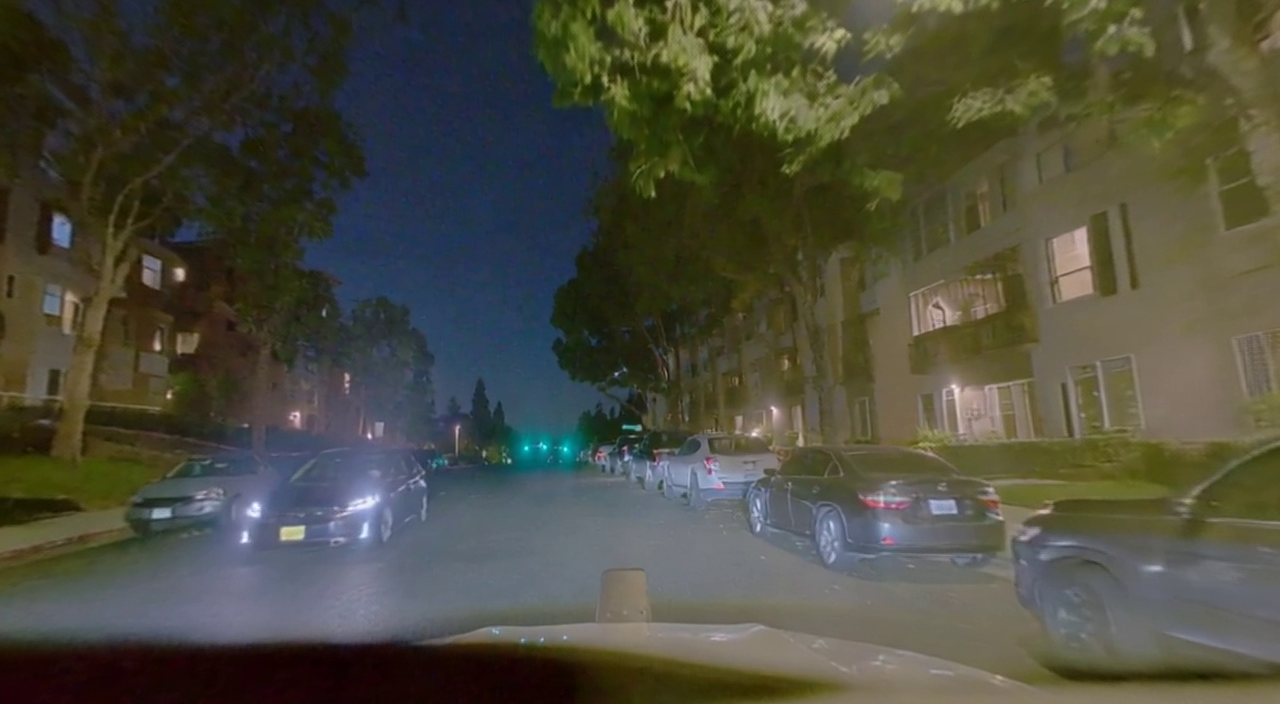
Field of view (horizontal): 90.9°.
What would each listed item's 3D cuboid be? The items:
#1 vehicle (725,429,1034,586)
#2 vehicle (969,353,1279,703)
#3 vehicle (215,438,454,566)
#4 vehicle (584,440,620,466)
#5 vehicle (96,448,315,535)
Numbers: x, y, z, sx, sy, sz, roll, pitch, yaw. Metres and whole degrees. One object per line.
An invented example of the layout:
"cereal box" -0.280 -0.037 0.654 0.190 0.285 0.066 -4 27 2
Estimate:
"vehicle" 2.786 1.876 8.682 1.876 1.538 4.447 1 -8 -10
"vehicle" 3.720 0.836 2.439 1.937 1.722 4.575 1 -8 -8
"vehicle" -4.309 2.099 9.854 1.971 1.476 4.593 1 -8 -8
"vehicle" -2.876 7.465 46.746 2.114 1.787 4.783 1 -8 -10
"vehicle" -9.052 2.867 13.752 2.119 1.476 4.588 1 -8 -10
